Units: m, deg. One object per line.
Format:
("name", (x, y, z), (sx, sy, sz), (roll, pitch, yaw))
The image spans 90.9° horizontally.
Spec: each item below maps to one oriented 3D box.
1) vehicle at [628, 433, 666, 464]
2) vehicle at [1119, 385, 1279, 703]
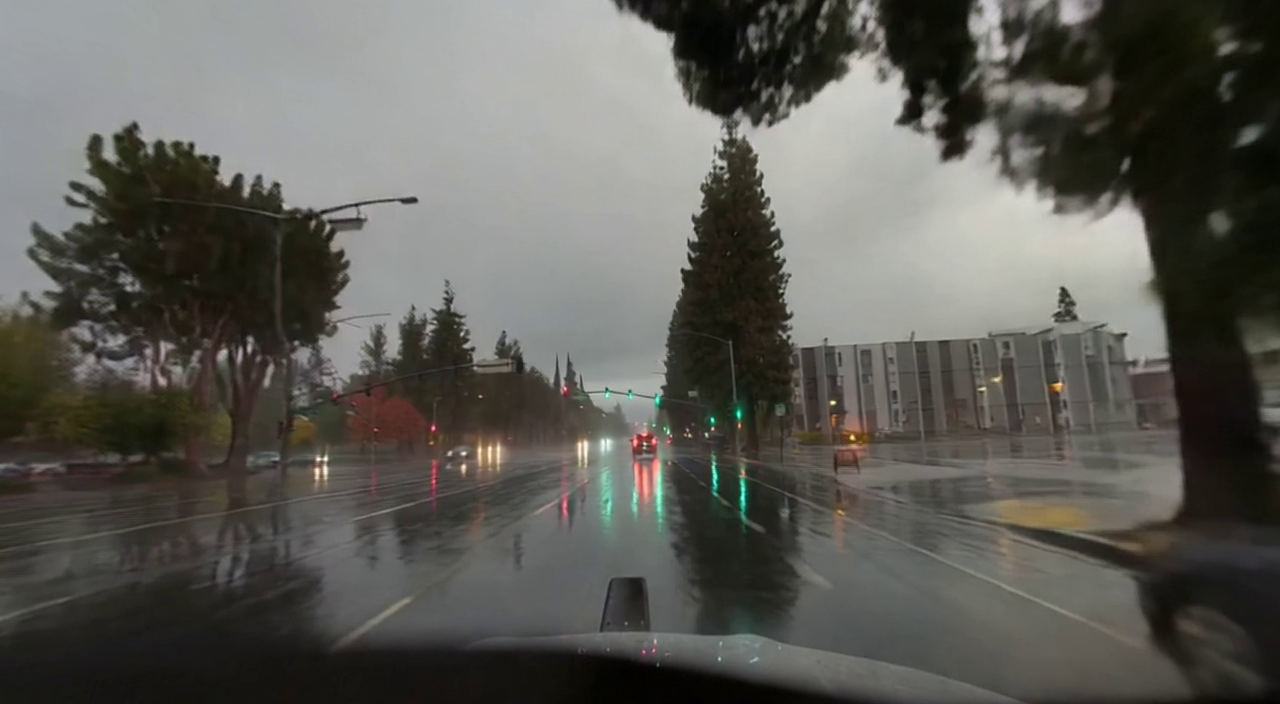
("vehicle", (0.402, 5.800, 38.015), (2.169, 1.751, 4.276), (-1, -8, 0))
("vehicle", (3.873, 0.694, 1.306), (2.269, 1.520, 4.410), (-1, -8, 0))
